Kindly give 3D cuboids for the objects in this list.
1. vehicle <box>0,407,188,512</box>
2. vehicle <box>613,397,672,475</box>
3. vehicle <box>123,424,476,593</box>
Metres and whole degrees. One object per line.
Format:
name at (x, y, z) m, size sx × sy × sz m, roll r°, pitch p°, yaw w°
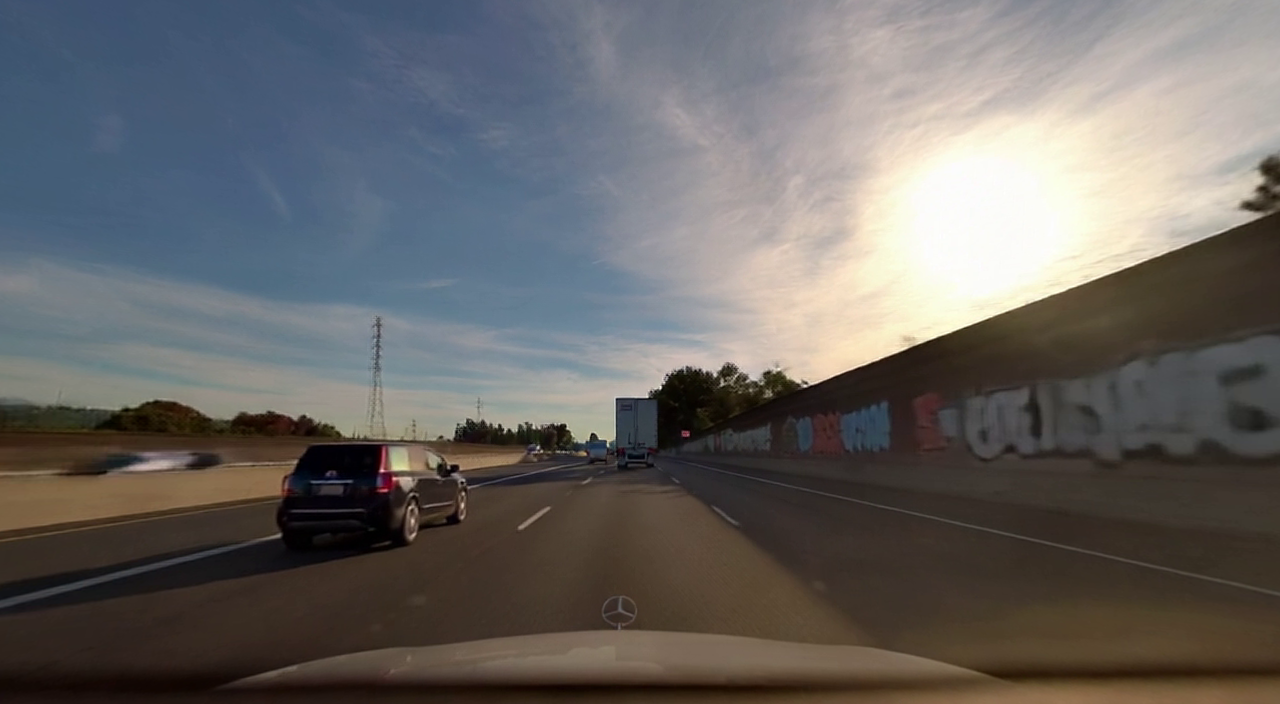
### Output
vehicle at (-15.682, 2.861, 16.900) m, size 2.268 × 2.338 × 6.379 m, roll 0°, pitch -9°, yaw -1°
vehicle at (-0.051, 5.167, 37.782) m, size 3.042 × 4.023 × 10.832 m, roll 0°, pitch -9°, yaw -2°
vehicle at (-3.698, 1.770, 7.901) m, size 2.158 × 1.538 × 4.047 m, roll 0°, pitch -9°, yaw 0°
